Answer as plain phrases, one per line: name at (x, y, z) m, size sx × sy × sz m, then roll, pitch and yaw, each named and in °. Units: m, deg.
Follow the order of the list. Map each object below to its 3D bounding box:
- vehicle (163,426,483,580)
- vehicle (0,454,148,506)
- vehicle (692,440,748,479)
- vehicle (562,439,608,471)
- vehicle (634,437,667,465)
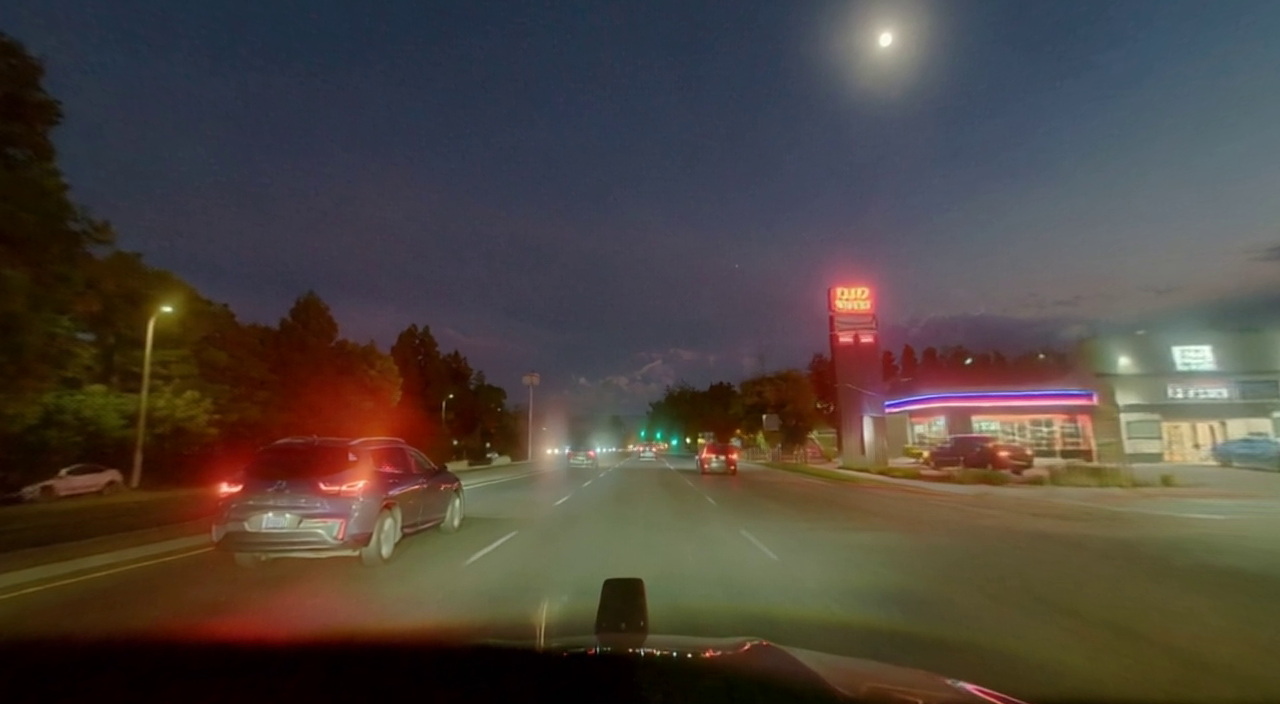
vehicle at (-3.647, 1.813, 8.387) m, size 1.908 × 1.481 × 4.351 m, roll 0°, pitch -9°, yaw 1°
vehicle at (-22.661, 5.084, 25.456) m, size 1.946 × 1.581 × 4.573 m, roll -4°, pitch -7°, yaw 0°
vehicle at (3.467, 4.738, 27.920) m, size 1.922 × 1.579 × 3.642 m, roll 0°, pitch -9°, yaw -2°
vehicle at (-2.971, 5.677, 34.808) m, size 2.026 × 1.665 × 4.193 m, roll 0°, pitch -9°, yaw 2°
vehicle at (0.745, 6.954, 44.175) m, size 2.193 × 1.873 × 4.033 m, roll 0°, pitch -9°, yaw 1°
